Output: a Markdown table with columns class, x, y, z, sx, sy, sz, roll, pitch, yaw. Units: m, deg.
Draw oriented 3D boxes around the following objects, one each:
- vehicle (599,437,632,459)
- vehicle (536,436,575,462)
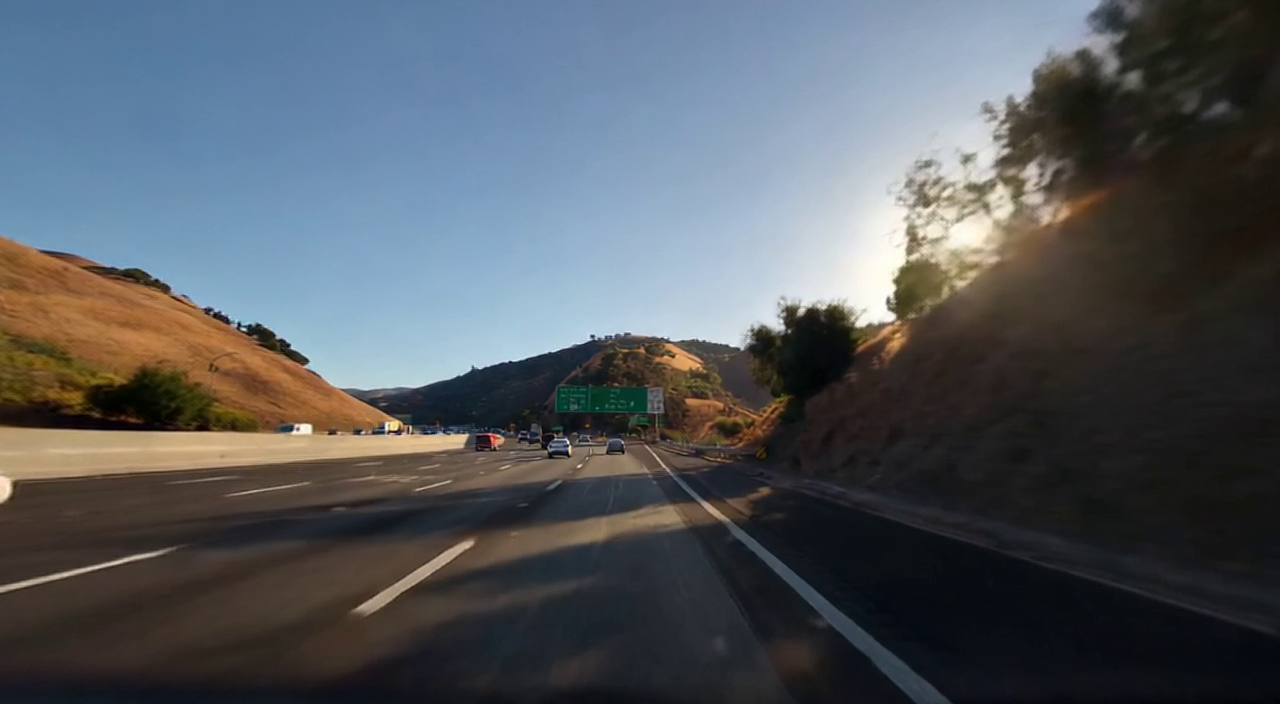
| class | x | y | z | sx | sy | sz | roll | pitch | yaw |
| --- | --- | --- | --- | --- | --- | --- | --- | --- | --- |
| vehicle | -1.867 | 7.331 | 48.255 | 2.421 | 1.594 | 4.248 | 0 | -8 | -2 |
| vehicle | -5.424 | 6.307 | 40.968 | 2.060 | 1.631 | 4.214 | 0 | -8 | -1 |
